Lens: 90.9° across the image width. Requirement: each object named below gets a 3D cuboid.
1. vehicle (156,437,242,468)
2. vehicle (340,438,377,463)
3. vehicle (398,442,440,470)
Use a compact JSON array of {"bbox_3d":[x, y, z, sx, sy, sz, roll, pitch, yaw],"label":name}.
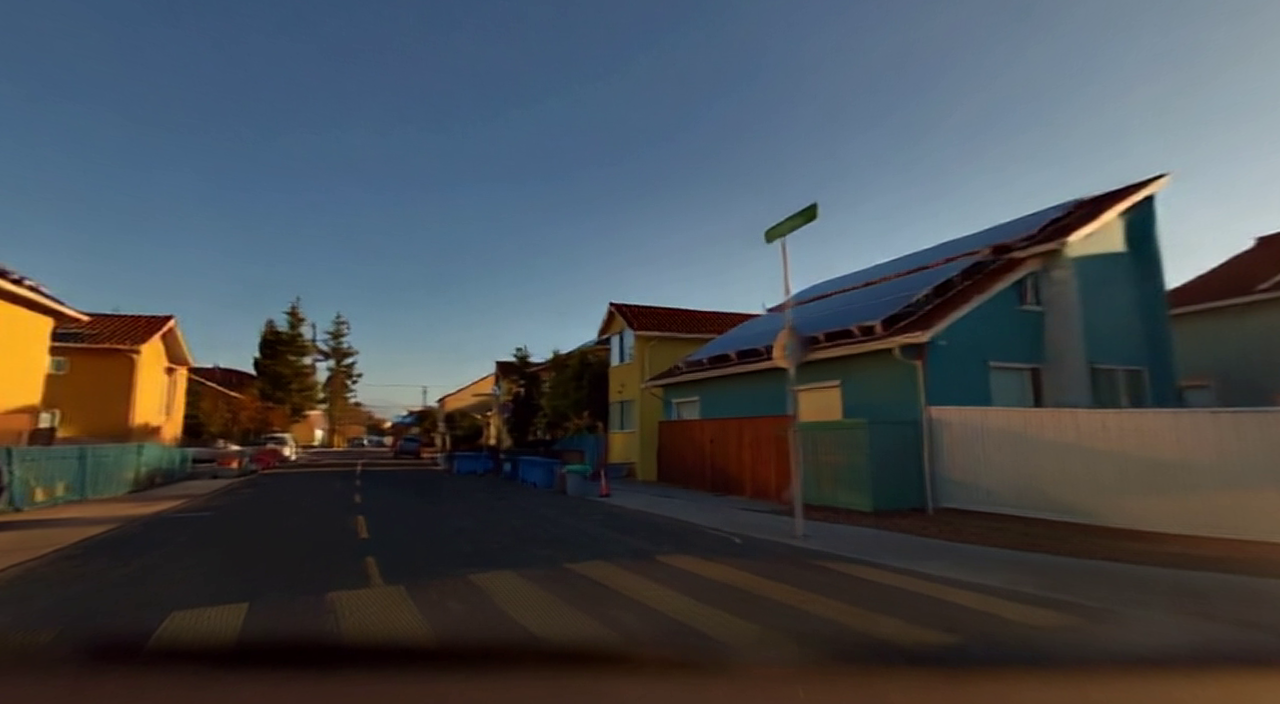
[{"bbox_3d":[-29.317,6.717,42.007,4.205,1.745,2.121,1,-11,-19],"label":"vehicle"},{"bbox_3d":[-20.596,7.197,46.279,2.050,1.742,4.197,3,-8,-19],"label":"vehicle"},{"bbox_3d":[-12.842,5.972,36.461,1.998,1.494,3.927,3,-8,-22],"label":"vehicle"}]
